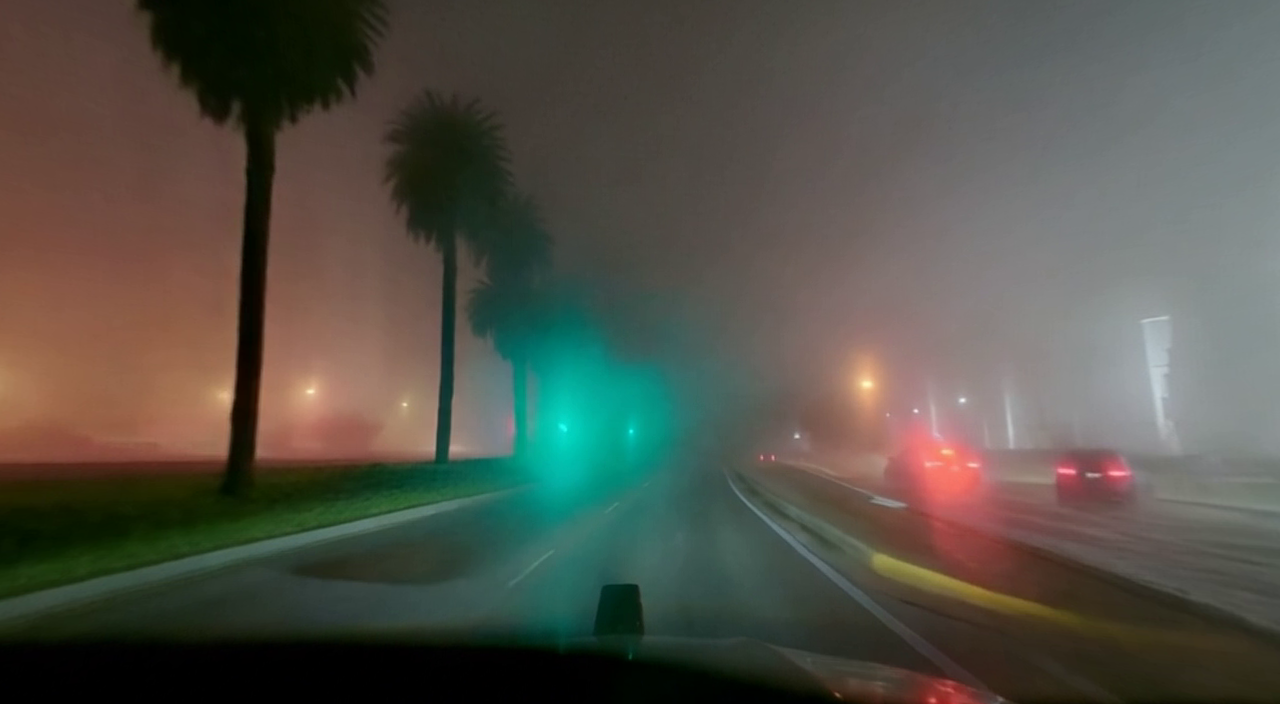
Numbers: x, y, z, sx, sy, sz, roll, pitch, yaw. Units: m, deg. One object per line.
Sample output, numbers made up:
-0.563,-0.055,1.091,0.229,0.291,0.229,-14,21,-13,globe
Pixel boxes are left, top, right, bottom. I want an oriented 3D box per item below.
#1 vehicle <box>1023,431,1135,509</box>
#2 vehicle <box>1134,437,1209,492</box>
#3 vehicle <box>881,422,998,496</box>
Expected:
14.031,3.759,20.258,2.219,2.342,1.744,-1,-9,6,vehicle
30.769,6.612,36.619,2.645,2.817,3.475,-10,-17,33,vehicle
9.598,3.403,20.403,1.813,2.150,3.038,4,-7,-16,vehicle
